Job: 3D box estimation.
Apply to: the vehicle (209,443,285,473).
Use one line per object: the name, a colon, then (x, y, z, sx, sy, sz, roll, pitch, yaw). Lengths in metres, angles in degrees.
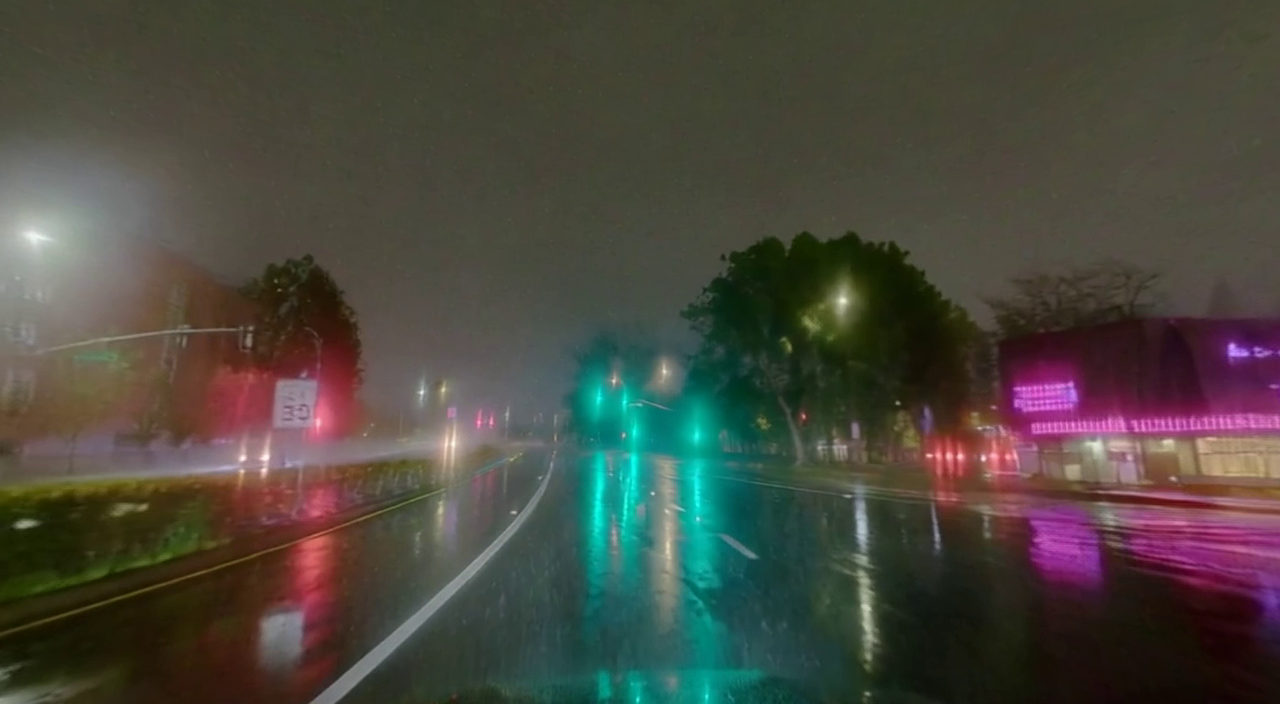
vehicle: (-22.695, 6.111, 36.639, 1.954, 1.577, 4.590, 1, -9, -8)
